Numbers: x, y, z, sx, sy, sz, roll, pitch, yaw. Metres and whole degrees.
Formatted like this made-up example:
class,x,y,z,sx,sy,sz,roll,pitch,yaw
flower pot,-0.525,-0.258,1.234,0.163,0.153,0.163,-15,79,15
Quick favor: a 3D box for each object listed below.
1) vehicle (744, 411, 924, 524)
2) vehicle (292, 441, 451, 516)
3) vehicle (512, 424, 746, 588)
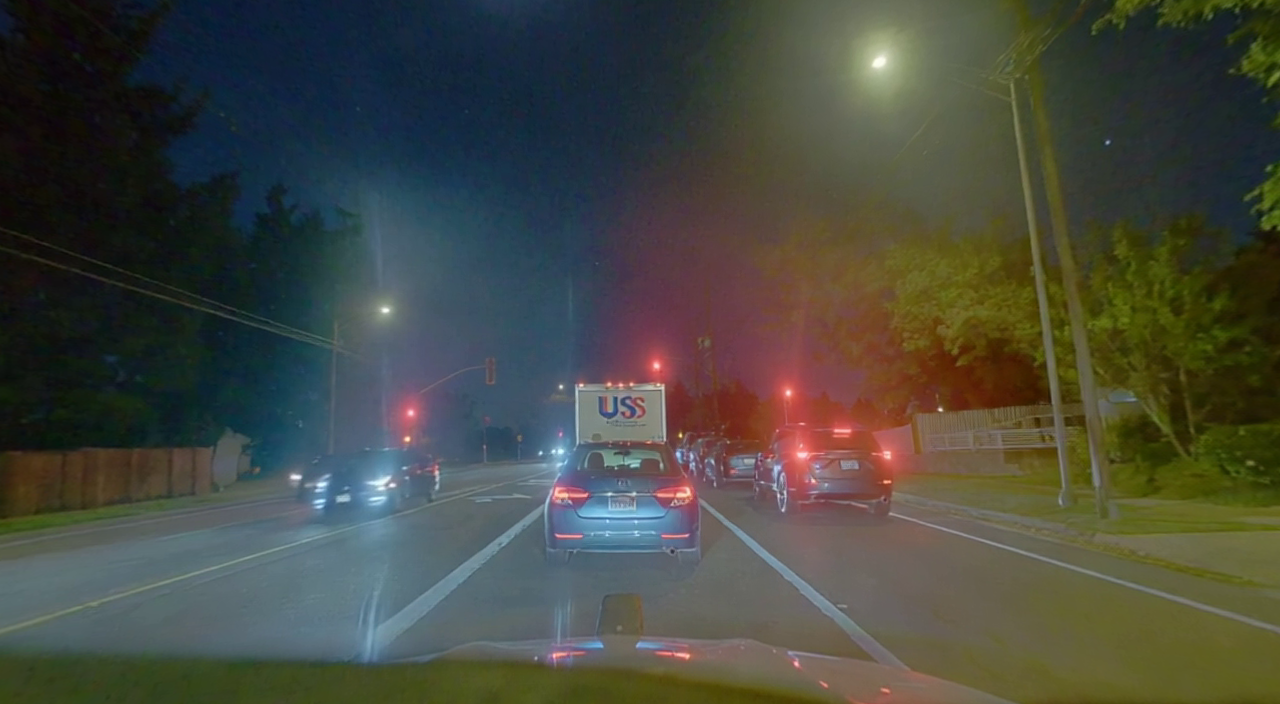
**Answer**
class,x,y,z,sx,sy,sz,roll,pitch,yaw
vehicle,3.595,2.248,12.794,2.145,1.847,4.524,0,-8,0
vehicle,-6.254,2.968,15.439,1.800,1.520,4.691,0,-8,0
vehicle,-0.152,1.718,7.937,2.135,1.483,4.207,0,-8,-2
